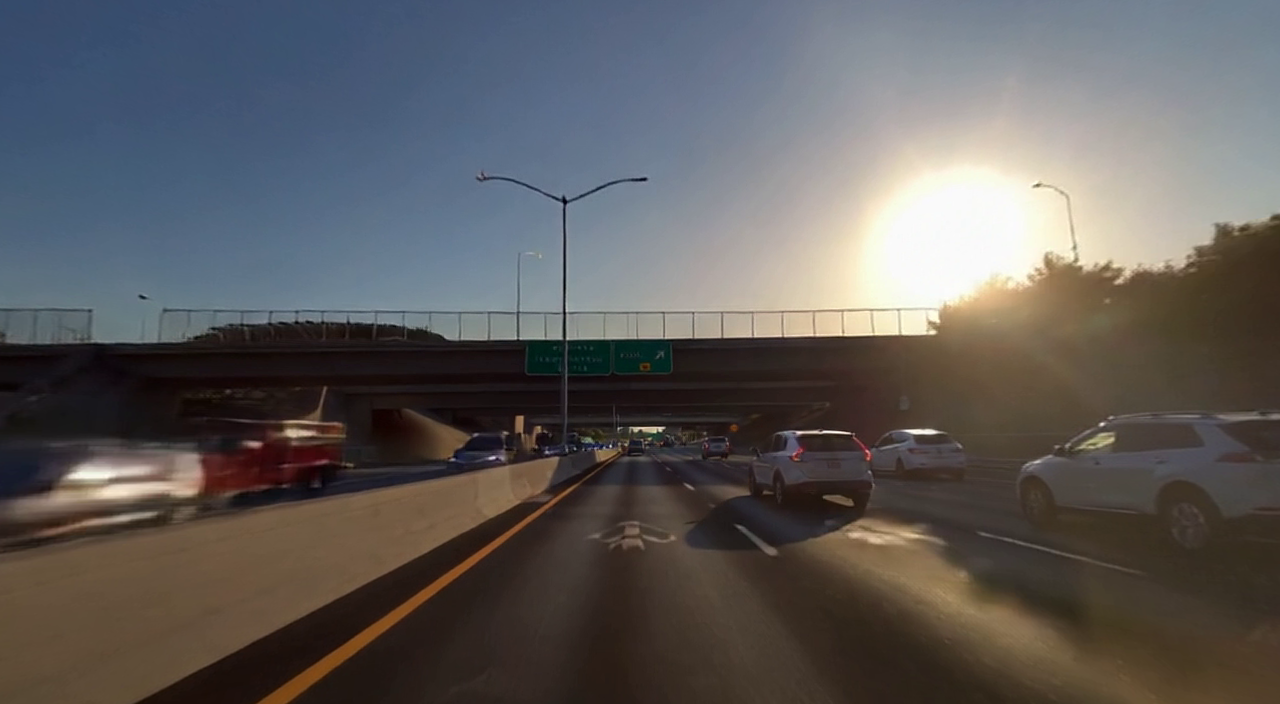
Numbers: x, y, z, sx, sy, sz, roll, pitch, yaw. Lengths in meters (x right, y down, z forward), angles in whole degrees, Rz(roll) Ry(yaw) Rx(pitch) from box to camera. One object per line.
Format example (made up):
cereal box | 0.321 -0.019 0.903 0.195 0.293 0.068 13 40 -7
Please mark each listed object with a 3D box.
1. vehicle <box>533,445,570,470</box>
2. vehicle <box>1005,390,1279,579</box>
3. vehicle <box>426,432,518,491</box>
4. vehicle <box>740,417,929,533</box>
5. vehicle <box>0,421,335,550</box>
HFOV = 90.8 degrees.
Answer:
vehicle | -5.816 6.940 41.816 1.888 1.532 3.906 0 -8 0
vehicle | 7.166 1.557 7.989 2.040 1.801 4.959 0 -8 -1
vehicle | -5.749 3.794 22.284 2.048 1.838 4.587 0 -8 -1
vehicle | 3.242 2.151 11.616 2.059 1.711 4.302 0 -8 0
vehicle | -9.060 2.597 13.239 2.273 2.041 6.129 0 -8 0
